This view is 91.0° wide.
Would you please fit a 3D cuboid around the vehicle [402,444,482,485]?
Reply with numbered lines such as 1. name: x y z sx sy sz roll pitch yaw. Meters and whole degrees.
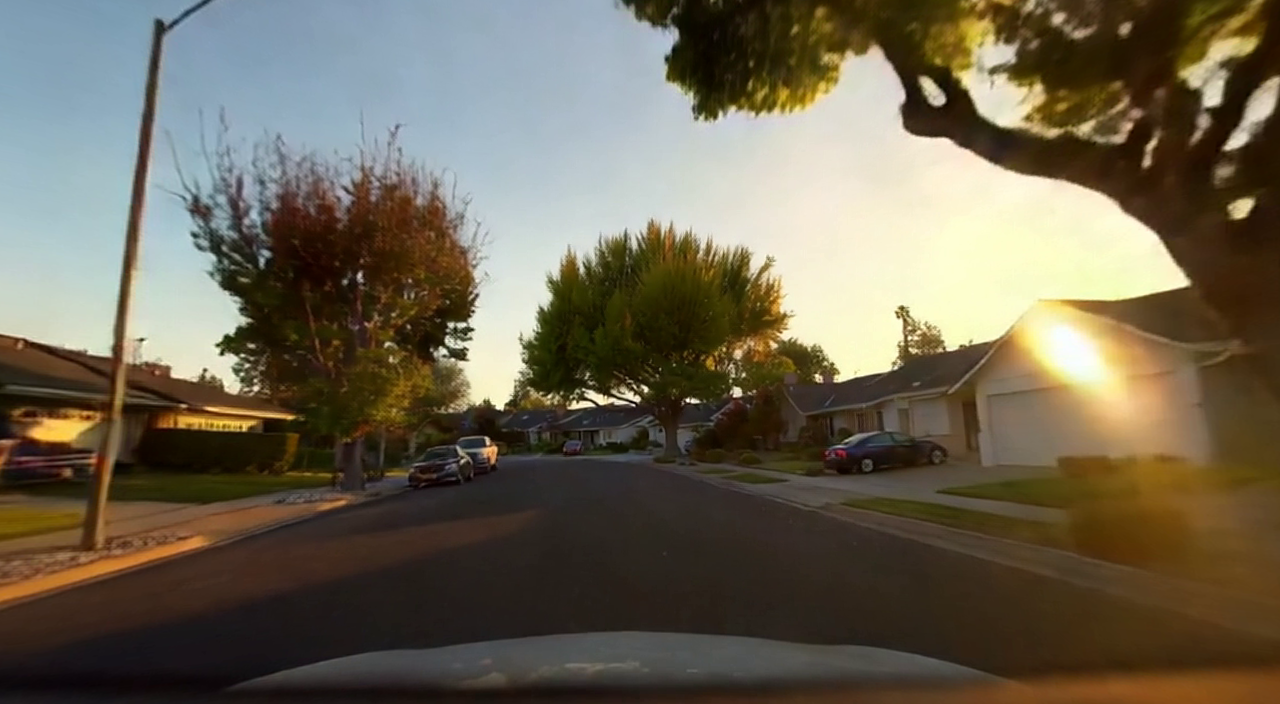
1. vehicle: -7.473 4.257 24.136 2.017 1.397 4.004 0 -8 -4
